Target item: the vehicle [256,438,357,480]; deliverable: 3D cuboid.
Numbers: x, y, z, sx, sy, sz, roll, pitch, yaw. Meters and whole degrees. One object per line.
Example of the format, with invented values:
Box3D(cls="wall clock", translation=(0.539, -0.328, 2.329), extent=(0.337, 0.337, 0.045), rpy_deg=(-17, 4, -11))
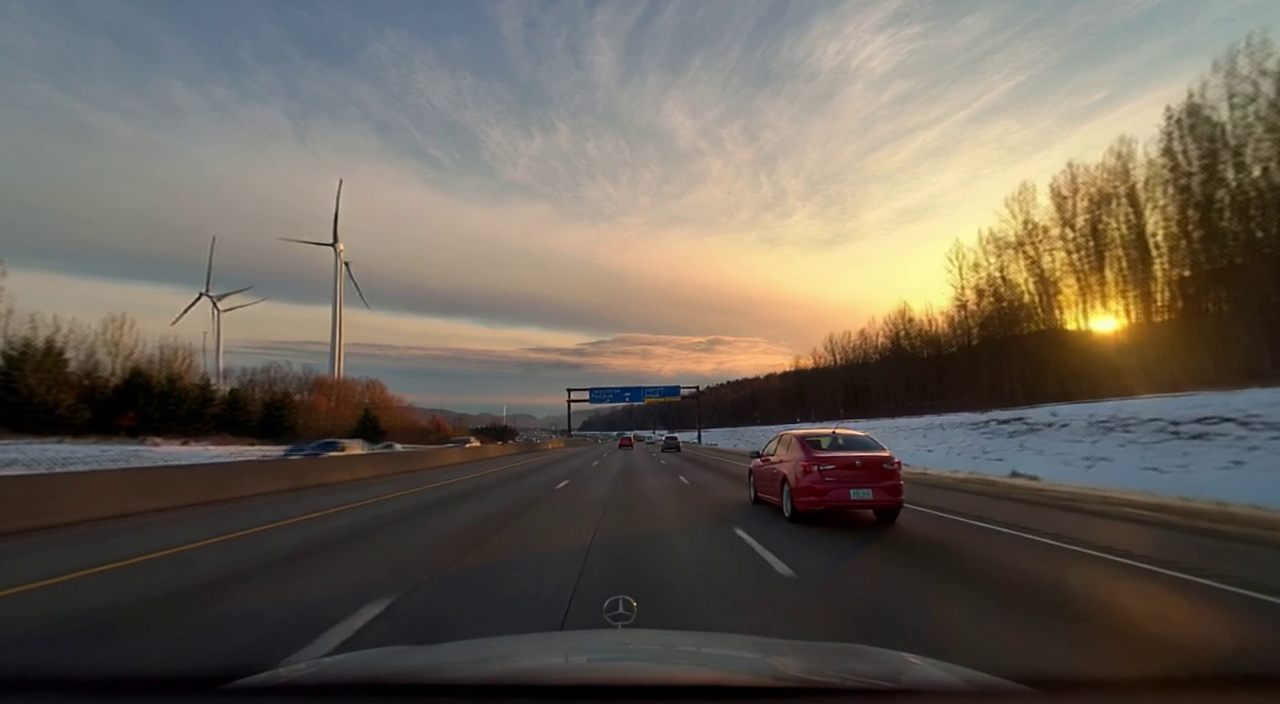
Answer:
Box3D(cls="vehicle", translation=(-12.754, 4.096, 24.343), extent=(1.858, 1.472, 3.822), rpy_deg=(0, -8, -1))
